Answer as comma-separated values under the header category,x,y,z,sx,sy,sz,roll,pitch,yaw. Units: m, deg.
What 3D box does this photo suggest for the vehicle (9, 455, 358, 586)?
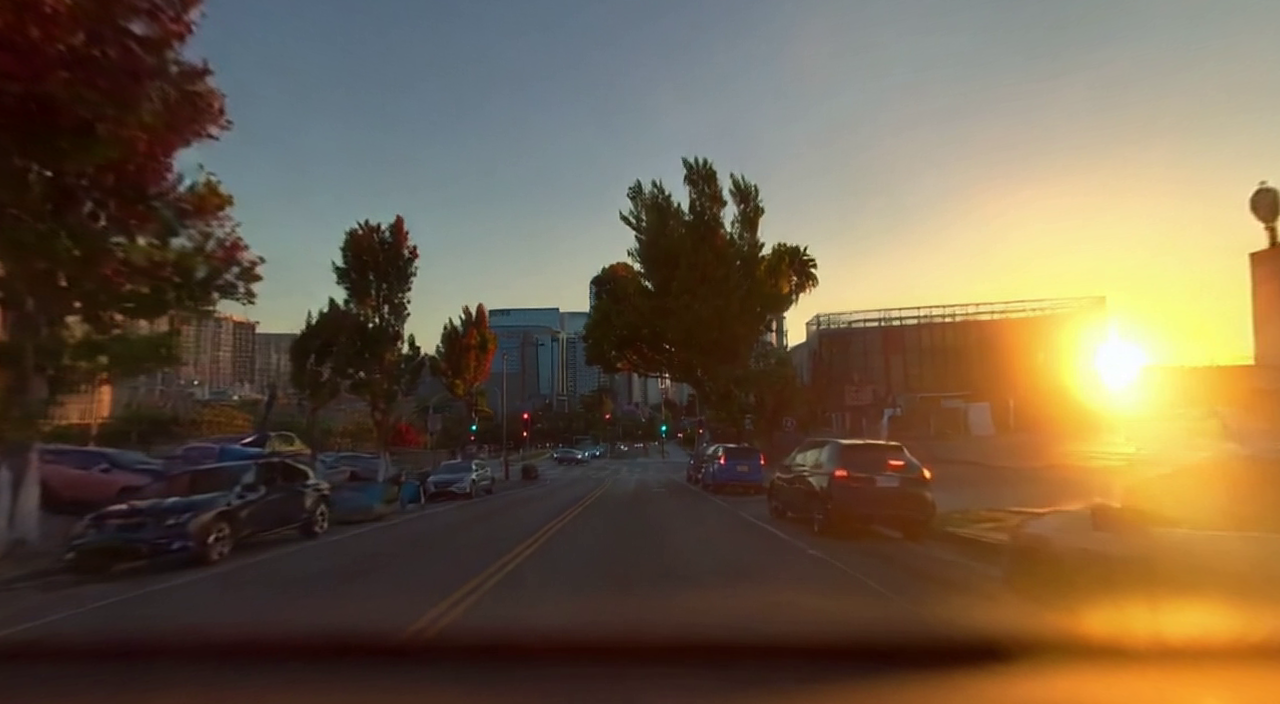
category,x,y,z,sx,sy,sz,roll,pitch,yaw
vehicle,-6.512,2.403,9.937,1.913,1.479,4.714,0,-9,1

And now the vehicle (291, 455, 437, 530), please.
category,x,y,z,sx,sy,sz,roll,pitch,yaw
vehicle,-6.610,3.368,15.744,1.723,1.520,4.439,0,-9,-1

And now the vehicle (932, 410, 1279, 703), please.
category,x,y,z,sx,sy,sz,roll,pitch,yaw
vehicle,3.253,0.962,2.375,1.908,1.461,4.873,0,-9,-1

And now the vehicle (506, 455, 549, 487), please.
category,x,y,z,sx,sy,sz,roll,pitch,yaw
vehicle,-6.780,7.188,38.483,1.893,1.758,4.019,0,-9,0

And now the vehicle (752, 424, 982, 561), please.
category,x,y,z,sx,sy,sz,roll,pitch,yaw
vehicle,3.391,2.206,10.778,1.886,1.740,5.167,0,-9,-1

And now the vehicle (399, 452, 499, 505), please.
category,x,y,z,sx,sy,sz,roll,pitch,yaw
vehicle,-6.526,4.472,22.196,2.033,1.523,4.867,-3,-12,0

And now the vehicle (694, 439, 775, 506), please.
category,x,y,z,sx,sy,sz,roll,pitch,yaw
vehicle,2.851,3.742,20.107,1.954,1.845,4.682,0,-9,1
